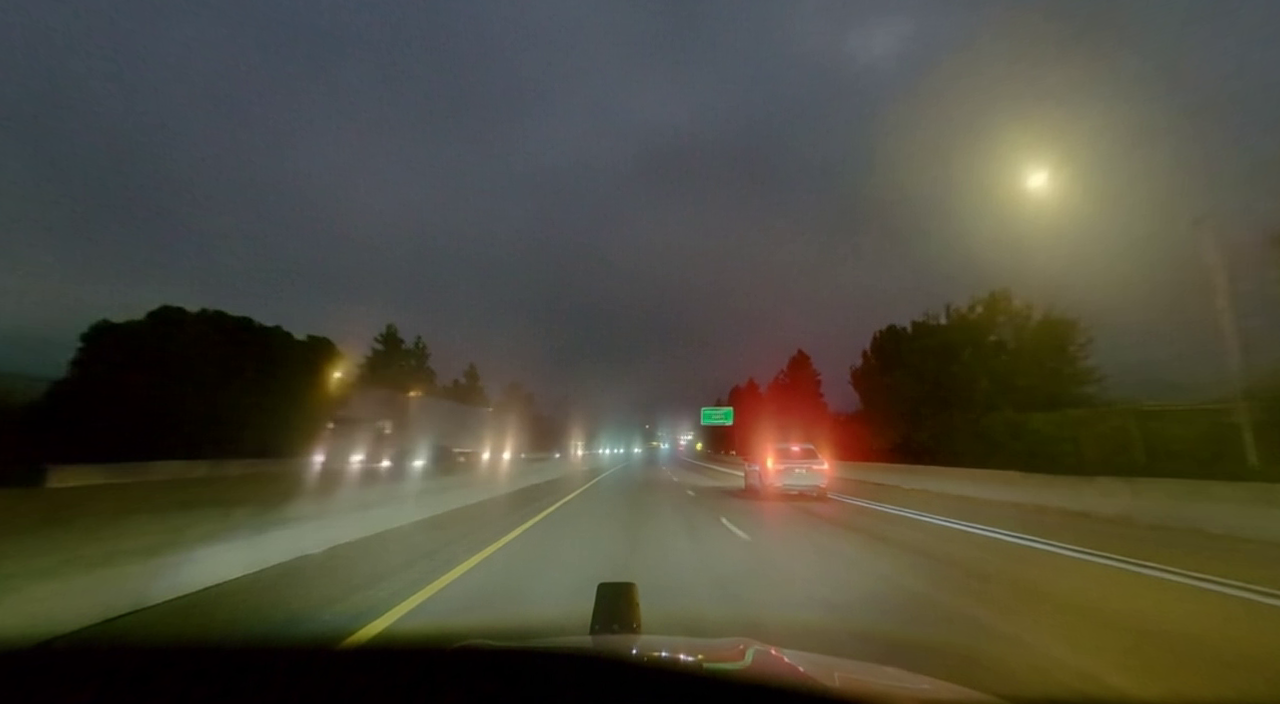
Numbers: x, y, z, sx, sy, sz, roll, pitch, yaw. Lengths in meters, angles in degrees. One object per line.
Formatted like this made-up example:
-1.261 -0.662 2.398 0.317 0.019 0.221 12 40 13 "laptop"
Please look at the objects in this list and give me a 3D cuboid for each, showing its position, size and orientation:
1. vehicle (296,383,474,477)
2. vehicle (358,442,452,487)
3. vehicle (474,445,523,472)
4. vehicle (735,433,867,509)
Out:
-13.340 4.696 35.759 3.099 4.089 16.683 0 -9 0 "vehicle"
-9.076 4.361 24.610 1.950 1.601 4.338 0 -9 1 "vehicle"
-9.000 6.791 40.184 2.023 1.628 4.241 -1 -9 1 "vehicle"
3.931 3.017 16.306 2.089 1.660 4.729 0 -9 -1 "vehicle"
